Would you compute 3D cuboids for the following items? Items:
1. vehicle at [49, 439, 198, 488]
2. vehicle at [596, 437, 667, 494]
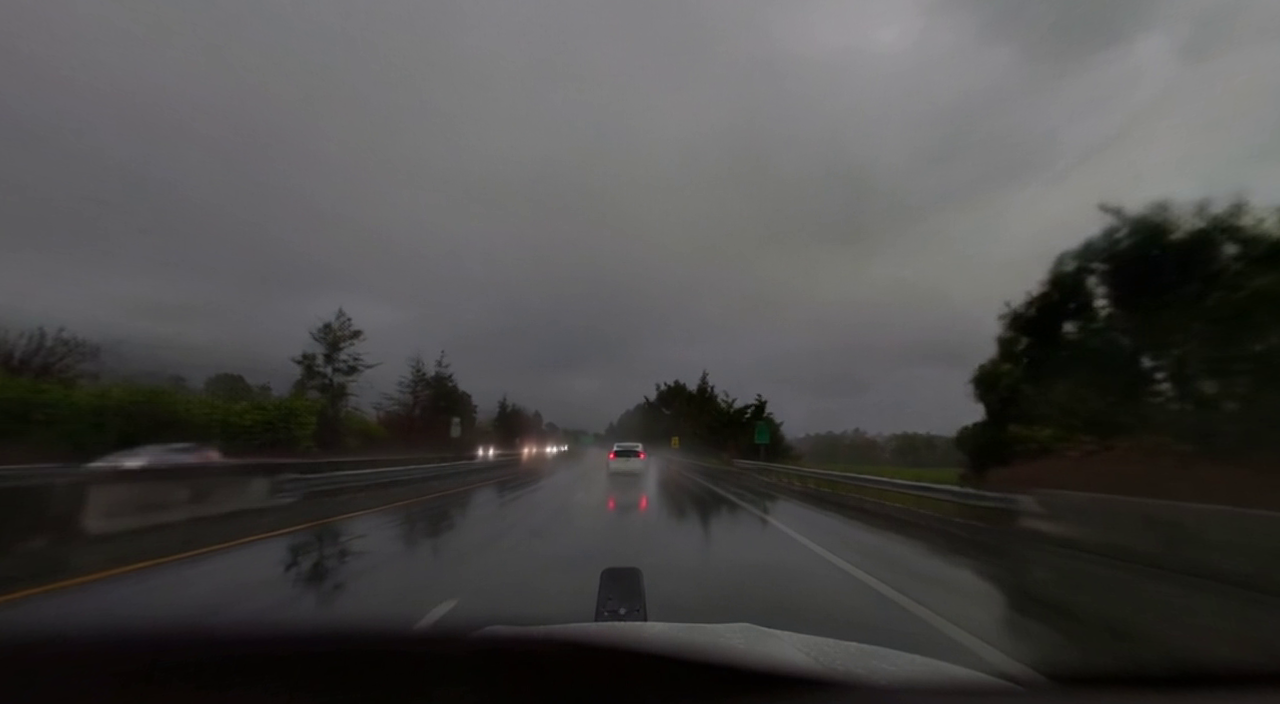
[{"bbox_3d":[-17.317,3.727,21.391,1.794,1.488,3.770,0,-9,0],"label":"vehicle"},{"bbox_3d":[-0.233,3.776,21.359,2.135,1.686,4.517,0,-9,1],"label":"vehicle"}]
